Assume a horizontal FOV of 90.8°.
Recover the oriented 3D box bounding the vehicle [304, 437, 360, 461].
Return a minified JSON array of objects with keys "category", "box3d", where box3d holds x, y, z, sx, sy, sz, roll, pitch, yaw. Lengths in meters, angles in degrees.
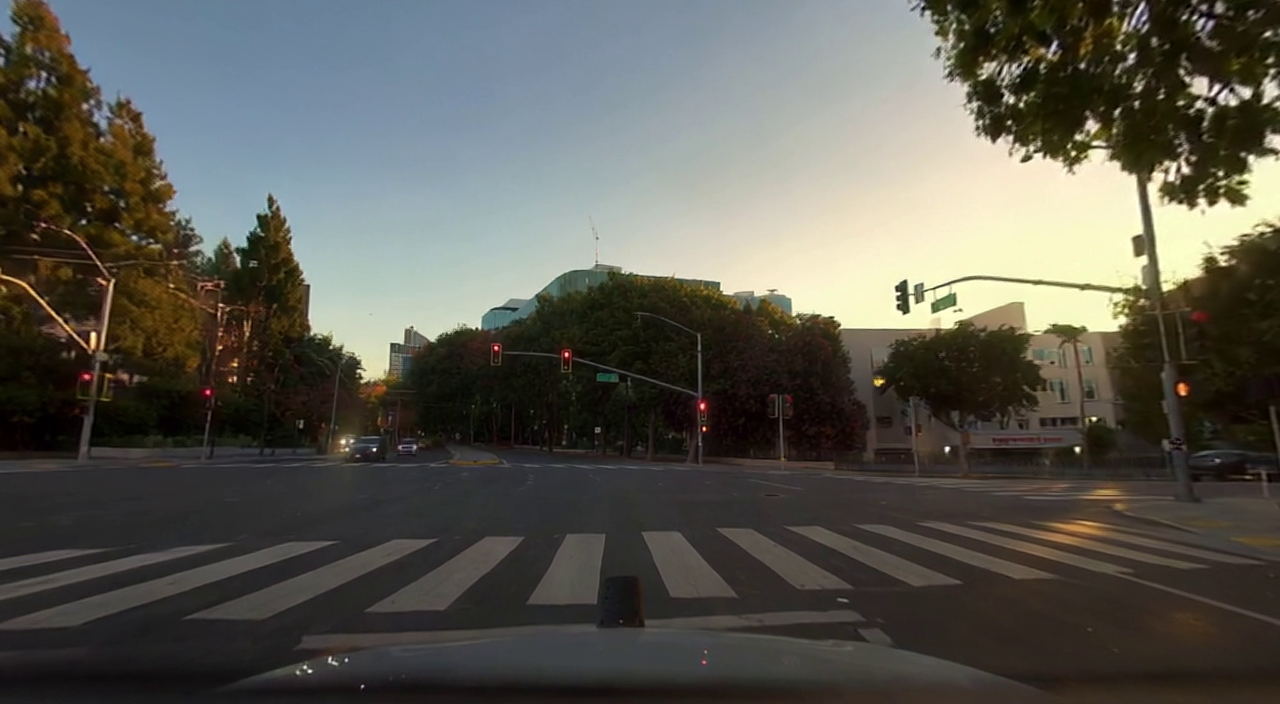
[{"category":"vehicle","box3d":[-20.089,6.341,41.434,1.918,1.432,4.433,1,-9,-7]}]
